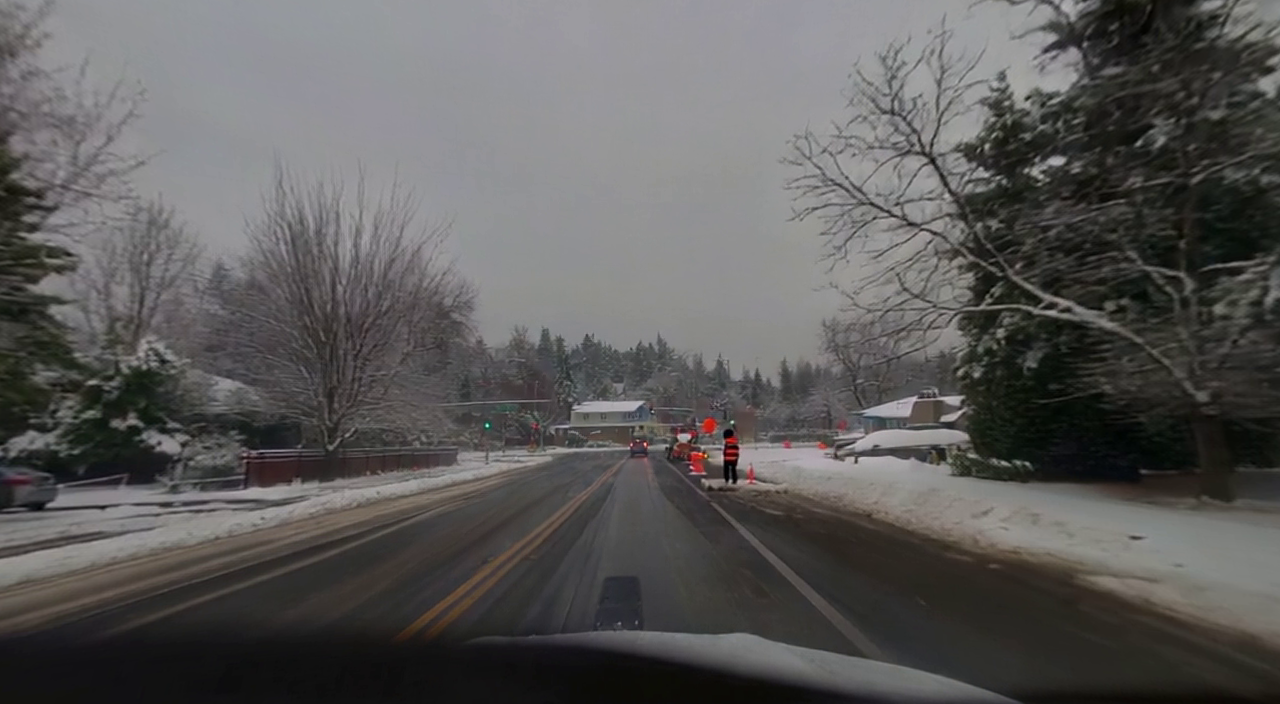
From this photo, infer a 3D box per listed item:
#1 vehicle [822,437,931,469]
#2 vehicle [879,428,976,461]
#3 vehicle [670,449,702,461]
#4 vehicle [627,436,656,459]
[{"bbox_3d":[11.232,4.824,30.117,4.463,1.466,1.813,-1,-9,4],"label":"vehicle"},{"bbox_3d":[15.622,5.046,34.313,4.302,1.736,1.932,0,-8,-2],"label":"vehicle"},{"bbox_3d":[3.415,7.744,47.494,2.123,0.883,3.024,0,-9,-1],"label":"vehicle"},{"bbox_3d":[0.102,7.490,49.305,2.151,1.708,4.084,0,-9,0],"label":"vehicle"}]
